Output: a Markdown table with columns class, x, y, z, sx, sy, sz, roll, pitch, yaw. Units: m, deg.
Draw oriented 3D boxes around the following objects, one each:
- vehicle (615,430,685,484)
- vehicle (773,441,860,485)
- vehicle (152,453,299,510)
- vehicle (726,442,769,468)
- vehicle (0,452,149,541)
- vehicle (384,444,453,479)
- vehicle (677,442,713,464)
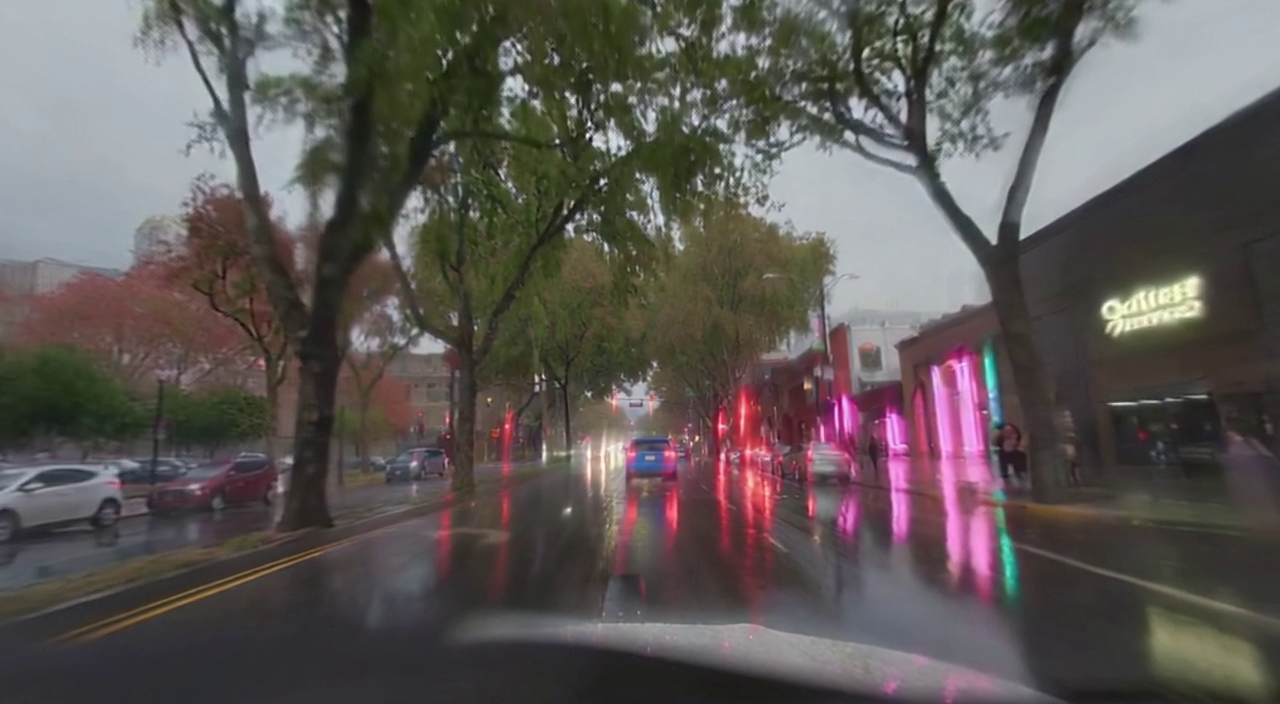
| class | x | y | z | sx | sy | sz | roll | pitch | yaw |
| --- | --- | --- | --- | --- | --- | --- | --- | --- | --- |
| vehicle | 0.343 | 3.924 | 23.856 | 2.382 | 1.796 | 4.610 | 0 | -8 | 0 |
| vehicle | 6.542 | 4.159 | 23.993 | 2.048 | 1.484 | 4.709 | -1 | -9 | 2 |
| vehicle | -13.690 | 4.269 | 21.277 | 1.934 | 1.639 | 4.387 | 0 | -8 | 0 |
| vehicle | 6.872 | 6.633 | 40.867 | 1.986 | 1.515 | 4.265 | 0 | -9 | 0 |
| vehicle | -13.712 | 3.134 | 13.913 | 2.148 | 1.694 | 4.561 | -3 | -8 | 0 |
| vehicle | -13.321 | 6.605 | 38.444 | 2.197 | 1.985 | 5.183 | -1 | -8 | 2 |
| vehicle | 3.854 | 7.161 | 44.780 | 2.209 | 1.478 | 4.138 | 0 | -8 | 0 |
